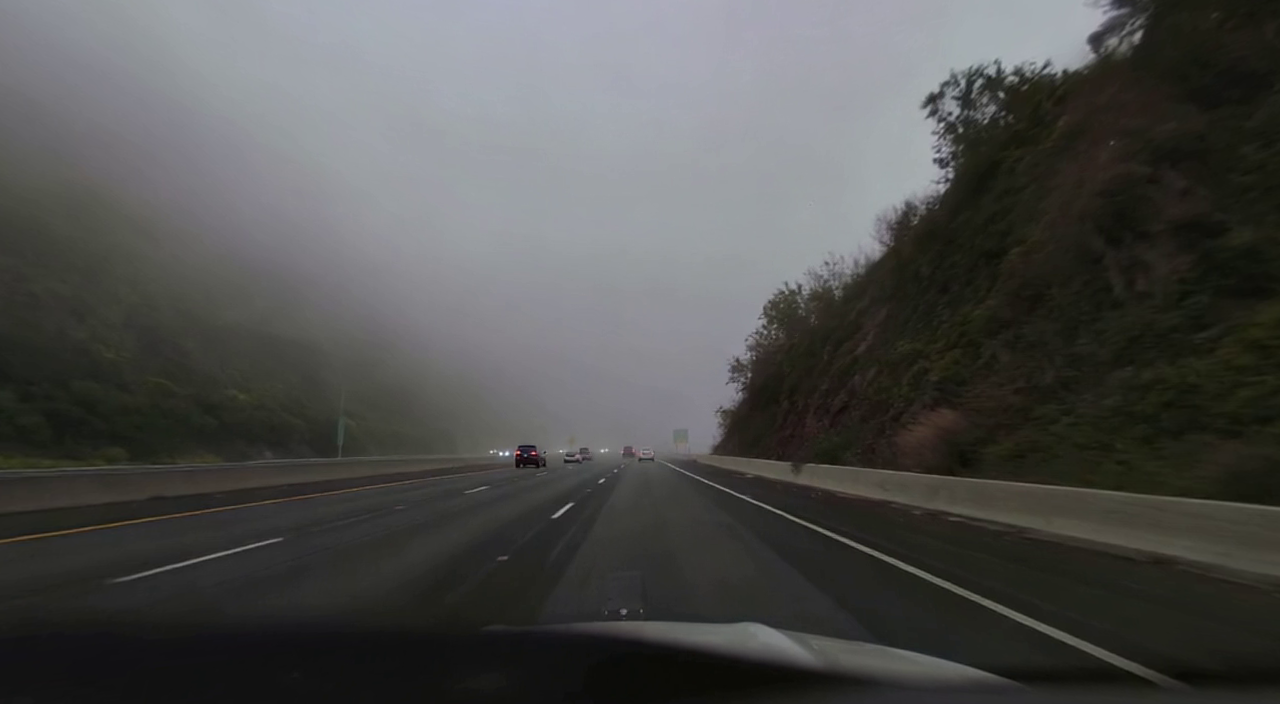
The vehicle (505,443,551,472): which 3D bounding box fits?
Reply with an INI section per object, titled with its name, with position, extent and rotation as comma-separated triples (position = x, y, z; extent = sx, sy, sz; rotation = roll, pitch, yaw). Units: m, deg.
[vehicle]
position = -6.682, 6.342, 37.931
extent = 1.972, 1.660, 4.254
rotation = 0, -8, 0
